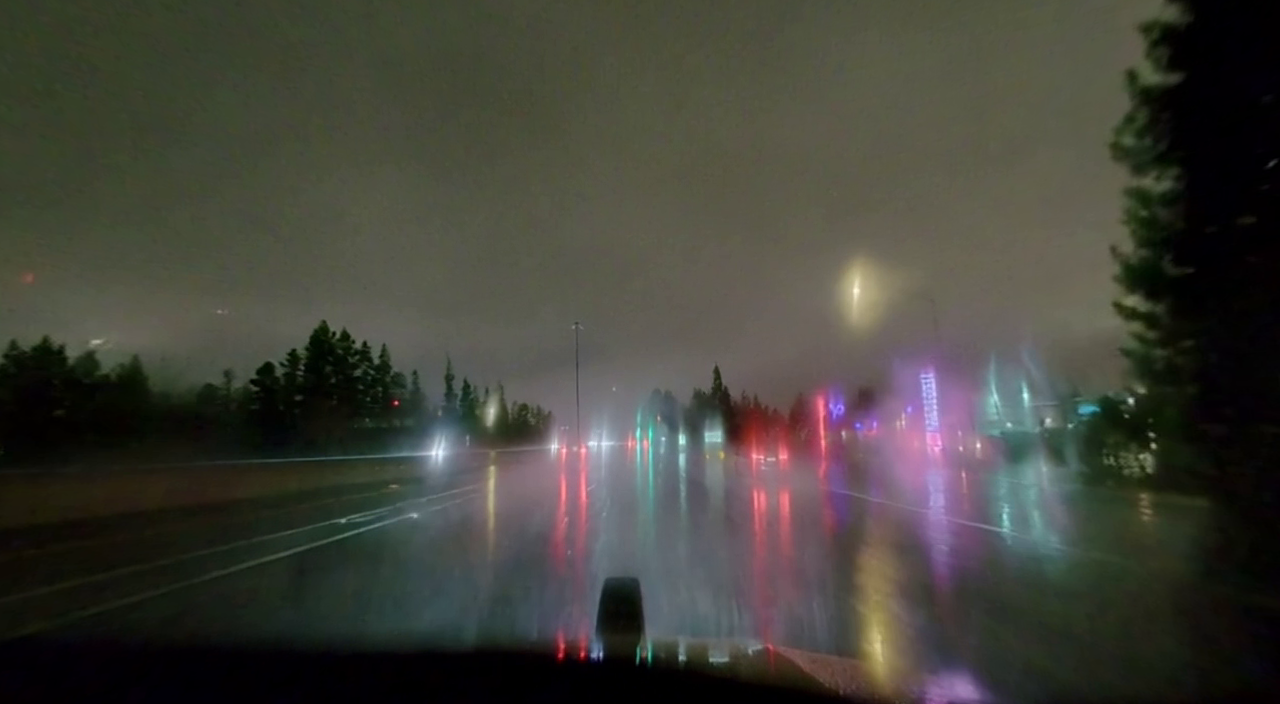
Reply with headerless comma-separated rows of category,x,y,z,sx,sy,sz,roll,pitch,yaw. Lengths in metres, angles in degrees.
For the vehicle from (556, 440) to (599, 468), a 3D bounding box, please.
vehicle,-3.607,5.995,37.060,2.015,1.557,4.229,0,-9,1
